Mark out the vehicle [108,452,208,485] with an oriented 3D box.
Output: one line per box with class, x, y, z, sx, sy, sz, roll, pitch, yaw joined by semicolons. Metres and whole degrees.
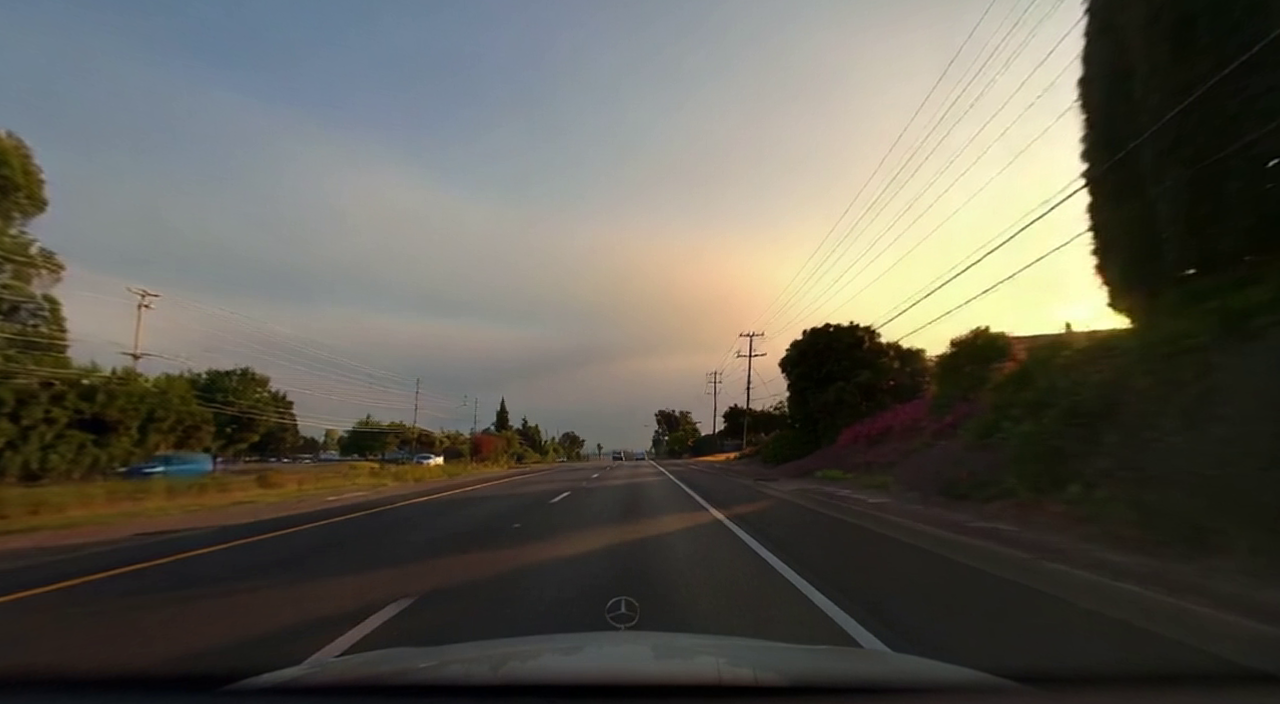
vehicle;-26.711;6.451;35.128;1.985;1.659;4.578;0;-9;0
